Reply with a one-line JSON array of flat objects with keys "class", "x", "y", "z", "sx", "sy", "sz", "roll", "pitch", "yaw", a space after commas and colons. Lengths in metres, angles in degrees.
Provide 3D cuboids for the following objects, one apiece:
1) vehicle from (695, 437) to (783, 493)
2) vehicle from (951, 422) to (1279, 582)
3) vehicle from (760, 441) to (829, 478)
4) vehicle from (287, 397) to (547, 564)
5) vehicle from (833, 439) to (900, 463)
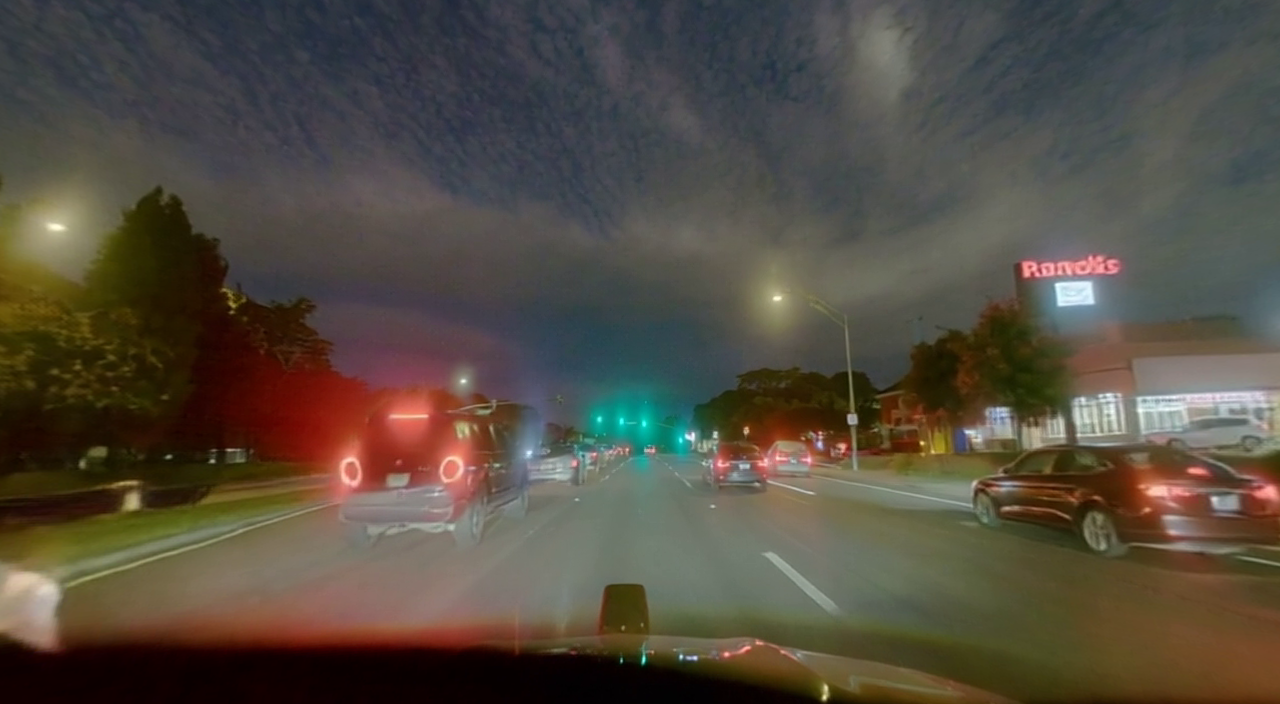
[{"class": "vehicle", "x": 2.885, "y": 3.429, "z": 19.393, "sx": 2.004, "sy": 1.512, "sz": 4.206, "roll": 0, "pitch": -9, "yaw": 0}, {"class": "vehicle", "x": 6.371, "y": 1.825, "z": 8.563, "sx": 1.881, "sy": 1.540, "sz": 4.750, "roll": 0, "pitch": -9, "yaw": 1}, {"class": "vehicle", "x": 7.095, "y": 4.987, "z": 29.547, "sx": 2.070, "sy": 1.547, "sz": 4.941, "roll": 0, "pitch": -9, "yaw": 1}, {"class": "vehicle", "x": -2.761, "y": 1.738, "z": 9.143, "sx": 2.117, "sy": 1.799, "sz": 4.442, "roll": 0, "pitch": -9, "yaw": 0}, {"class": "vehicle", "x": 16.258, "y": 7.109, "z": 45.182, "sx": 4.337, "sy": 1.614, "sz": 2.043, "roll": 4, "pitch": -10, "yaw": -29}]
